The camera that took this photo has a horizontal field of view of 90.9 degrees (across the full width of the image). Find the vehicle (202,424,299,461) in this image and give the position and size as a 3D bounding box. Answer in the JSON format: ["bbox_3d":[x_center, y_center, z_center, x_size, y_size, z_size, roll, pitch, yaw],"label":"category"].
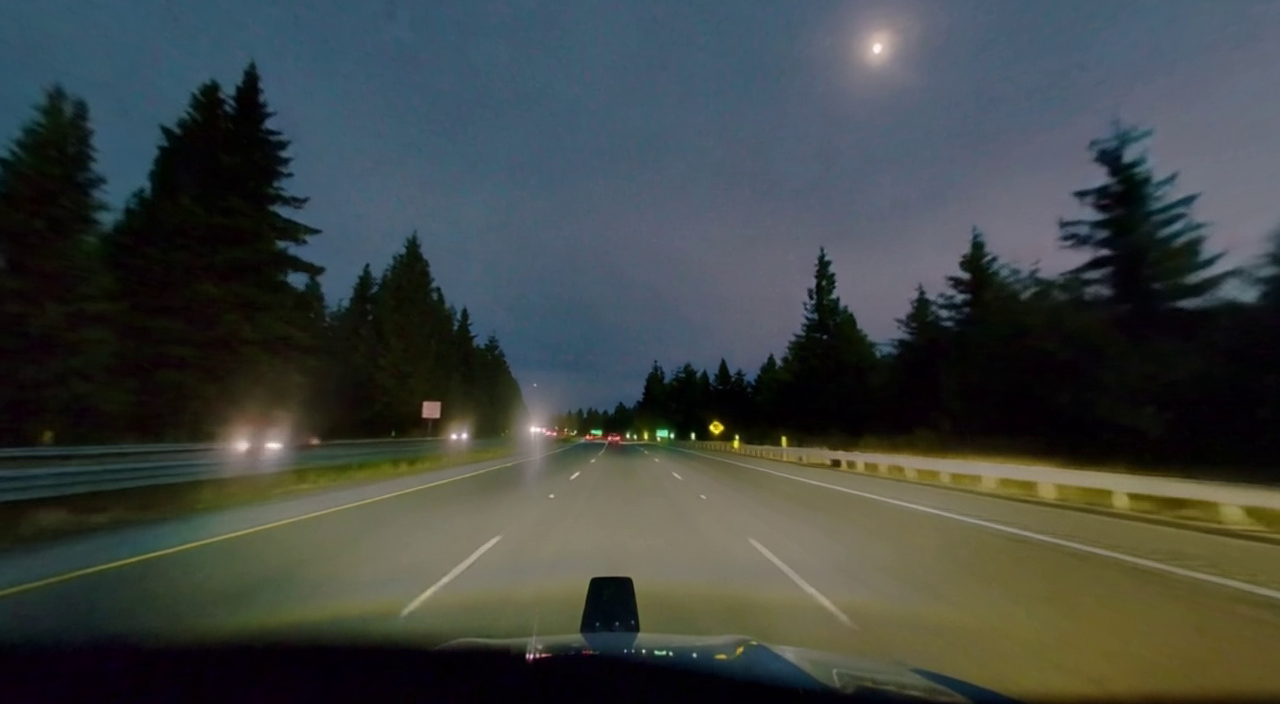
[{"bbox_3d":[-17.875,4.184,29.183,1.875,1.555,4.233,0,-8,-1],"label":"vehicle"}]
